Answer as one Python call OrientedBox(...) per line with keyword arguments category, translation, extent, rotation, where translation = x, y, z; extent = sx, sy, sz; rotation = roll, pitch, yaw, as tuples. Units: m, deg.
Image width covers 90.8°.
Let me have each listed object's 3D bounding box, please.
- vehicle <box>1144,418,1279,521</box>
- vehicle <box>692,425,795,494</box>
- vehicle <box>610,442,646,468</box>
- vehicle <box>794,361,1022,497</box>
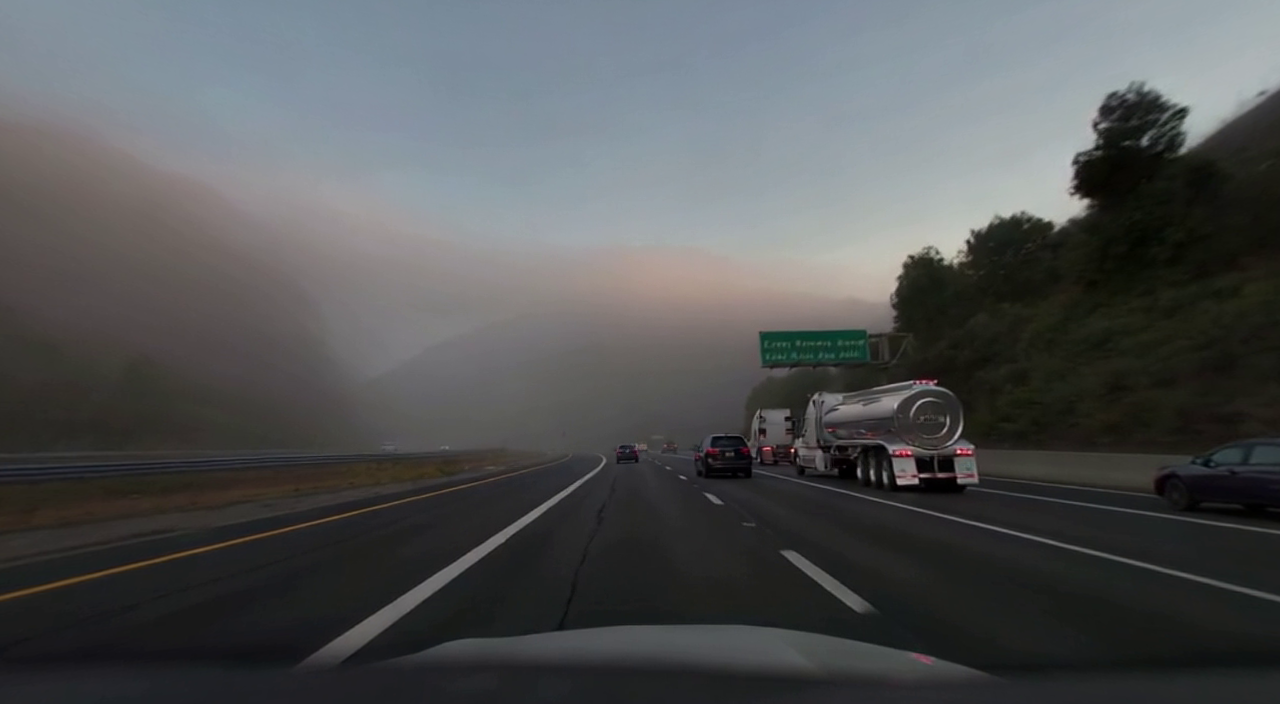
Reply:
OrientedBox(category="vehicle", translation=(11.181, 1.907, 10.276), extent=(2.008, 1.624, 4.667), rotation=(0, -9, -1))
OrientedBox(category="vehicle", translation=(2.891, 3.139, 18.767), extent=(2.098, 1.794, 4.561), rotation=(0, -9, -2))
OrientedBox(category="vehicle", translation=(-0.740, 6.159, 37.864), extent=(2.083, 1.477, 3.965), rotation=(0, -9, -2))
OrientedBox(category="vehicle", translation=(7.514, 2.544, 19.928), extent=(2.805, 3.212, 9.978), rotation=(0, -9, 0))
